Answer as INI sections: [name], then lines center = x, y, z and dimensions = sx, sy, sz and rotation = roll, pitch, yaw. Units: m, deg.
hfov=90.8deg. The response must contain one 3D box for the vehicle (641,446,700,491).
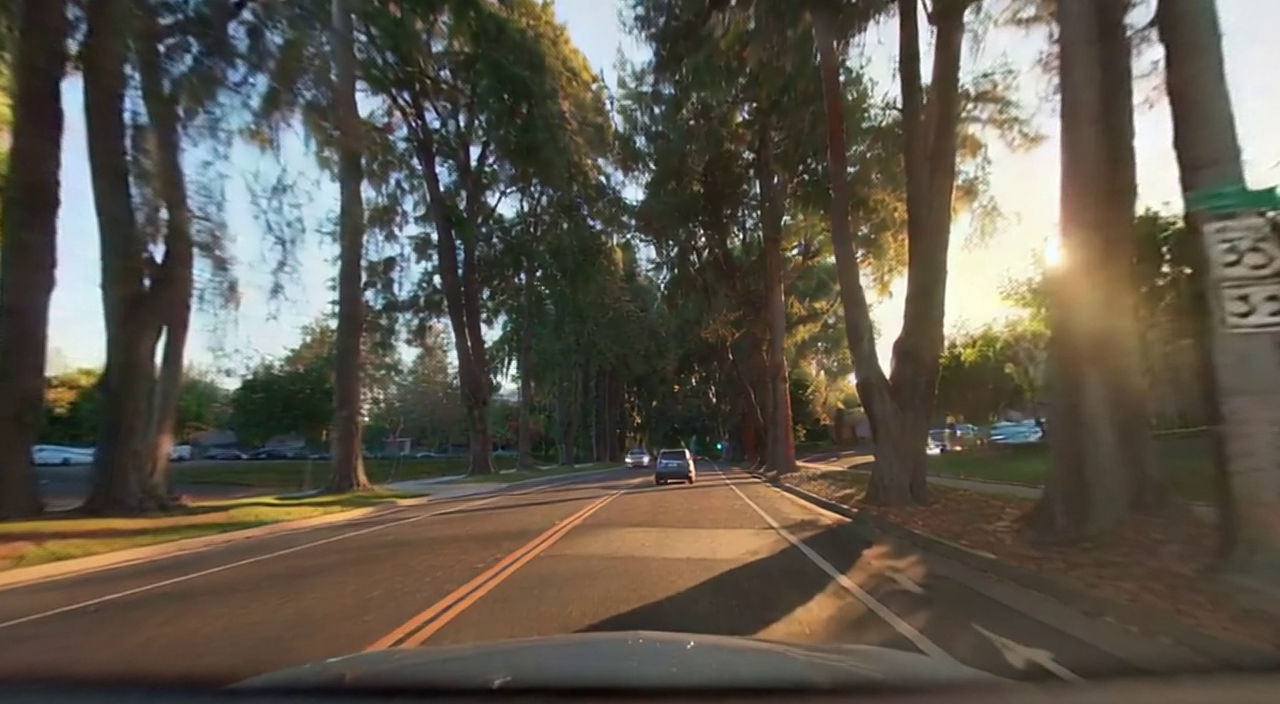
[vehicle]
center = 1.316, 4.603, 25.341
dimensions = 2.152, 1.574, 4.223
rotation = -1, -8, 5
